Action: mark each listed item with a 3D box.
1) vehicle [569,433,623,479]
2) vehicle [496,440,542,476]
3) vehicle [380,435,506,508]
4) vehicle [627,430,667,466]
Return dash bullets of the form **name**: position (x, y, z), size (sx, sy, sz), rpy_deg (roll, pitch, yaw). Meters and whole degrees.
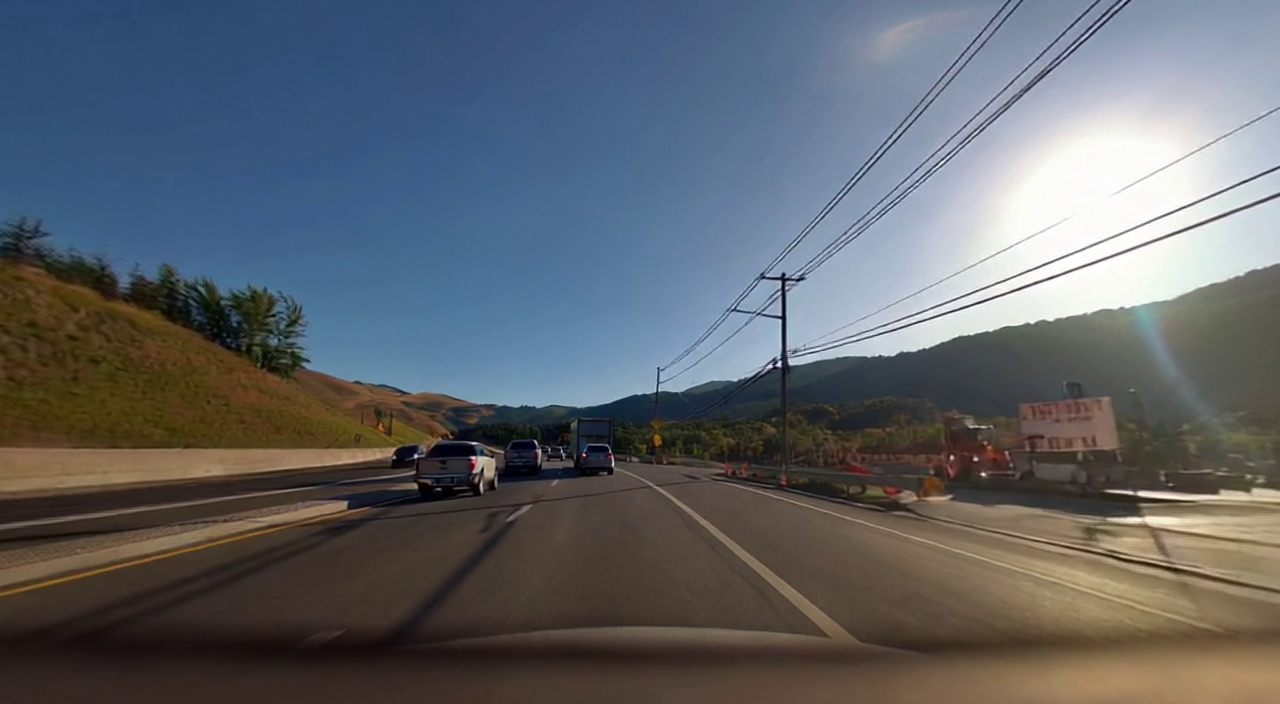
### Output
- **vehicle**: position (-2.460, 5.559, 34.076), size (2.486, 2.280, 5.291), rpy_deg (1, -9, -8)
- **vehicle**: position (-7.241, 6.377, 38.388), size (2.345, 2.012, 5.693), rpy_deg (1, -9, -7)
- **vehicle**: position (-5.241, 3.230, 17.575), size (2.185, 1.721, 4.550), rpy_deg (0, -9, -3)
- **vehicle**: position (0.481, 7.518, 49.533), size (2.256, 2.597, 4.534), rpy_deg (2, -9, -12)
